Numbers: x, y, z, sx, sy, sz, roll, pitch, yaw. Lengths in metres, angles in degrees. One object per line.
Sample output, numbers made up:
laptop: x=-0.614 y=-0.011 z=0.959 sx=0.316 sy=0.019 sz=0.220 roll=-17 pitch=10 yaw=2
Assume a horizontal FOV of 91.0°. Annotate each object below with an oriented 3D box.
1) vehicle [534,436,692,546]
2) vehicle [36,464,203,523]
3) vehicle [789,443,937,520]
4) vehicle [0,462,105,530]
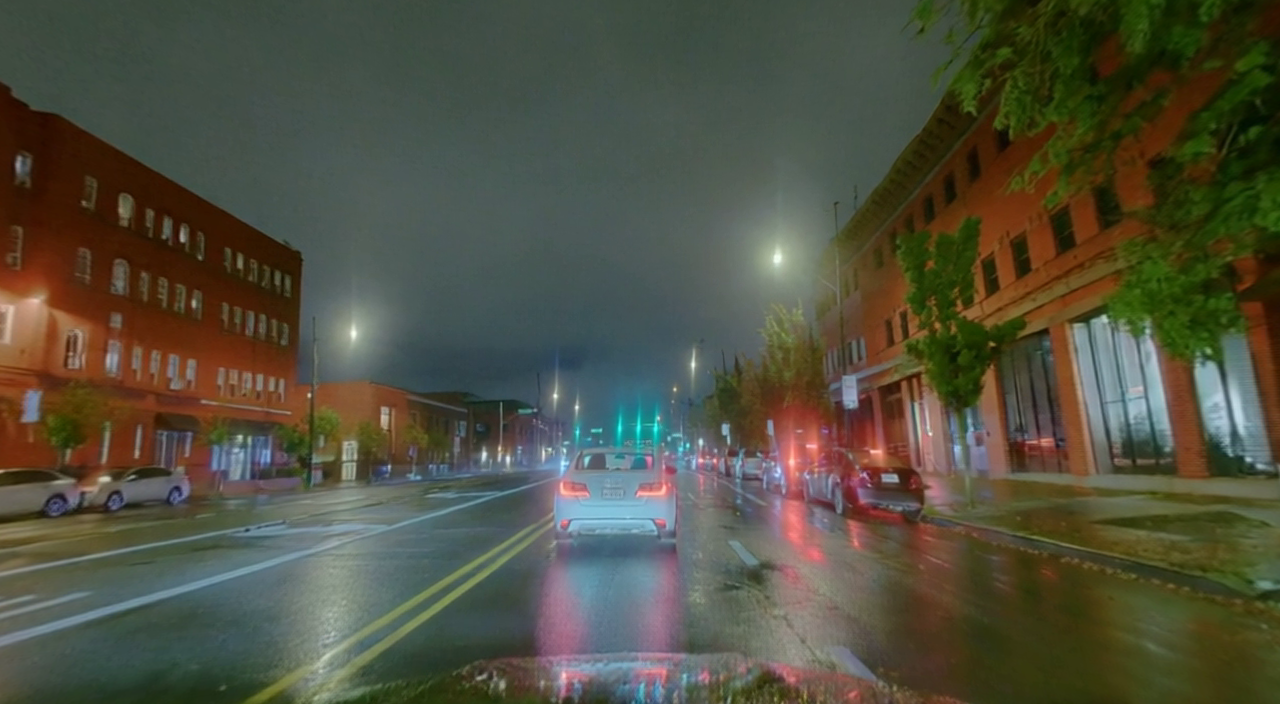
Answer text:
vehicle: x=-0.389 y=2.281 z=11.016 sx=2.230 sy=1.518 sz=4.113 roll=0 pitch=-9 yaw=0
vehicle: x=-18.023 y=4.873 z=22.175 sx=2.011 sy=1.727 sz=4.449 roll=1 pitch=-9 yaw=0
vehicle: x=4.911 y=2.880 z=14.532 sx=1.832 sy=1.491 sz=4.054 roll=1 pitch=-9 yaw=-1
vehicle: x=-17.621 y=3.911 z=17.169 sx=1.909 sy=1.658 sz=4.559 roll=0 pitch=-9 yaw=1
